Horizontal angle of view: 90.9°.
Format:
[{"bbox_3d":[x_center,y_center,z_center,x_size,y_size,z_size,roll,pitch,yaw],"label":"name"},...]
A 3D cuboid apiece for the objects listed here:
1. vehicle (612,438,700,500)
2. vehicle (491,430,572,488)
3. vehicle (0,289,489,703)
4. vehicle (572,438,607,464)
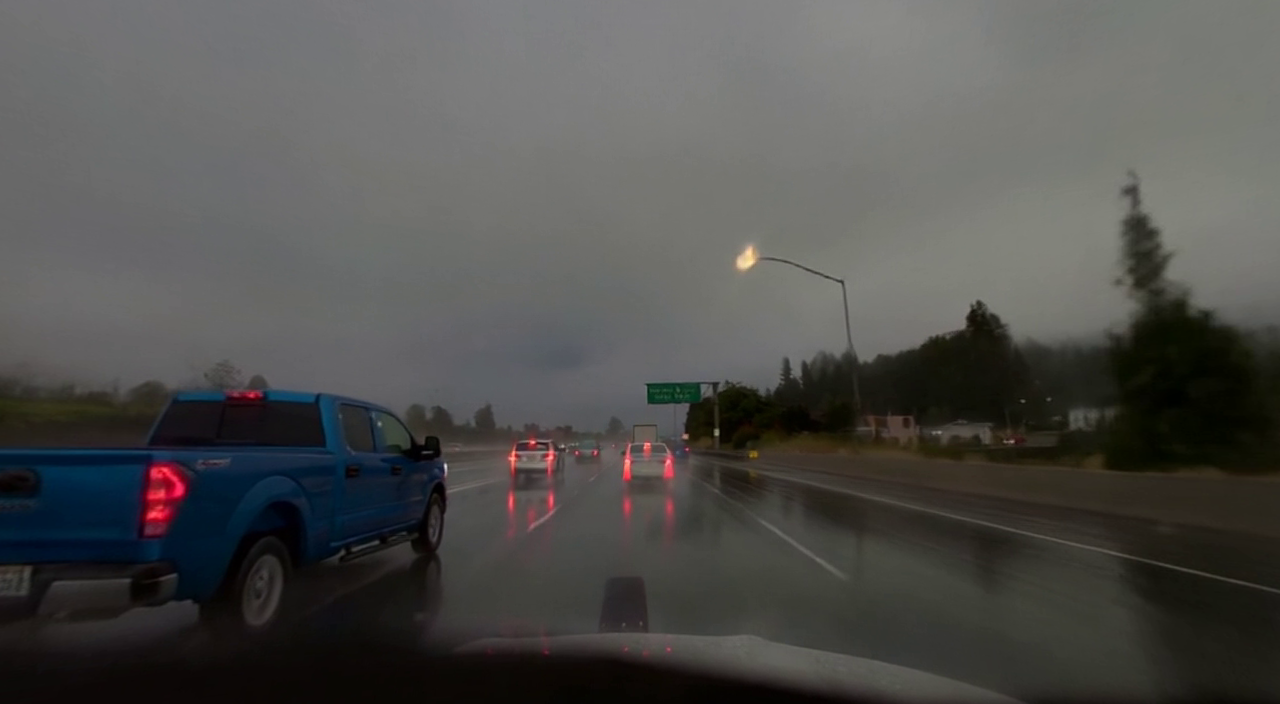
[{"bbox_3d":[0.368,3.052,16.884,2.054,1.421,4.090,0,-8,0],"label":"vehicle"},{"bbox_3d":[-3.516,3.549,21.250,1.903,1.721,4.210,0,-8,1],"label":"vehicle"},{"bbox_3d":[-3.343,1.145,5.908,2.269,2.060,5.933,0,-8,1],"label":"vehicle"},{"bbox_3d":[-3.345,6.641,42.435,1.897,1.646,4.049,0,-8,1],"label":"vehicle"}]
